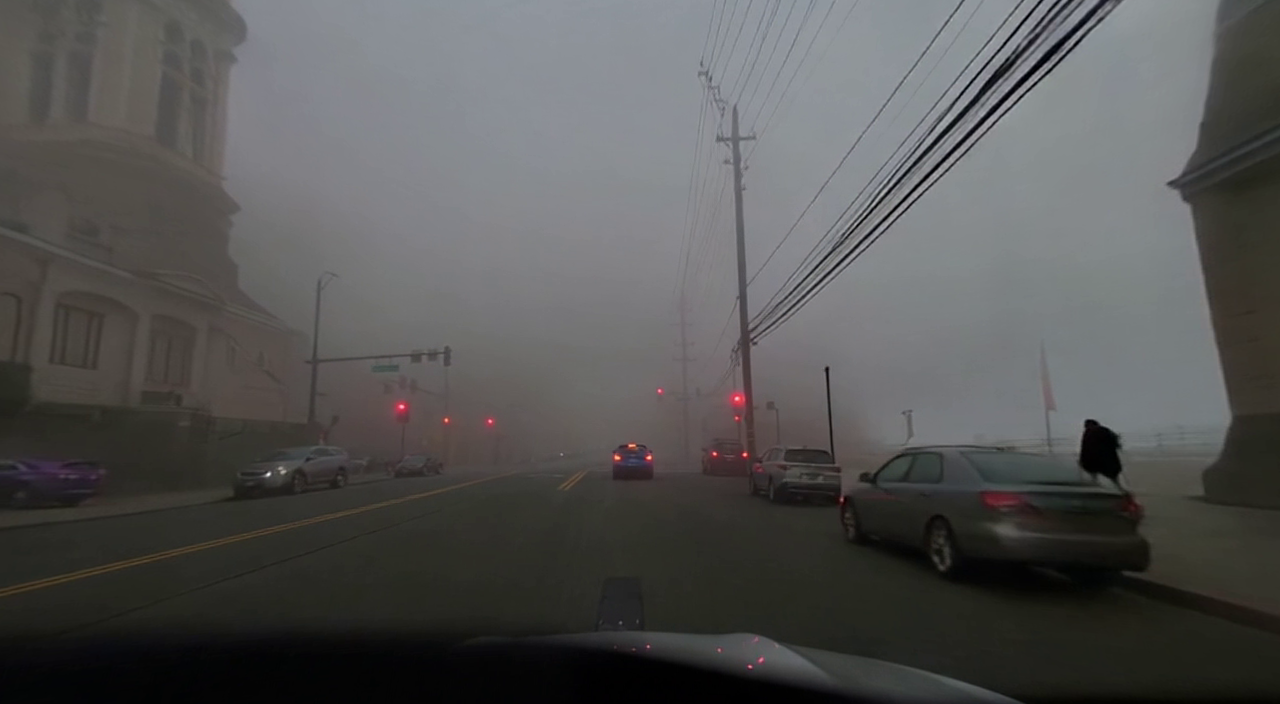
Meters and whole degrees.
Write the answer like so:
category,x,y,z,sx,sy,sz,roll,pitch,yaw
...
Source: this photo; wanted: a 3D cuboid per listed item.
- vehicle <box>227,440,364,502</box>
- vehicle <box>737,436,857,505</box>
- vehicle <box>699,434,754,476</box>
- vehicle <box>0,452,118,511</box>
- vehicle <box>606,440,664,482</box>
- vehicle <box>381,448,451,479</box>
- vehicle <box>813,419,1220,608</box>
category,x,y,z,sx,sy,sz,roll,pitch,yaw
vehicle,-12.175,4.191,22.845,2.071,1.814,5.185,-5,-8,0
vehicle,3.883,2.981,16.356,2.003,1.524,3.868,0,-8,-2
vehicle,3.914,4.752,29.359,2.015,1.780,4.261,0,-8,1
vehicle,-18.246,3.790,18.268,4.564,1.503,2.081,-4,-9,2
vehicle,-0.215,4.134,24.336,2.049,1.453,4.299,0,-8,-1
vehicle,-11.970,5.980,34.143,1.980,1.502,4.655,0,-8,1
vehicle,3.783,1.686,7.598,1.944,1.530,4.539,2,-8,-3
